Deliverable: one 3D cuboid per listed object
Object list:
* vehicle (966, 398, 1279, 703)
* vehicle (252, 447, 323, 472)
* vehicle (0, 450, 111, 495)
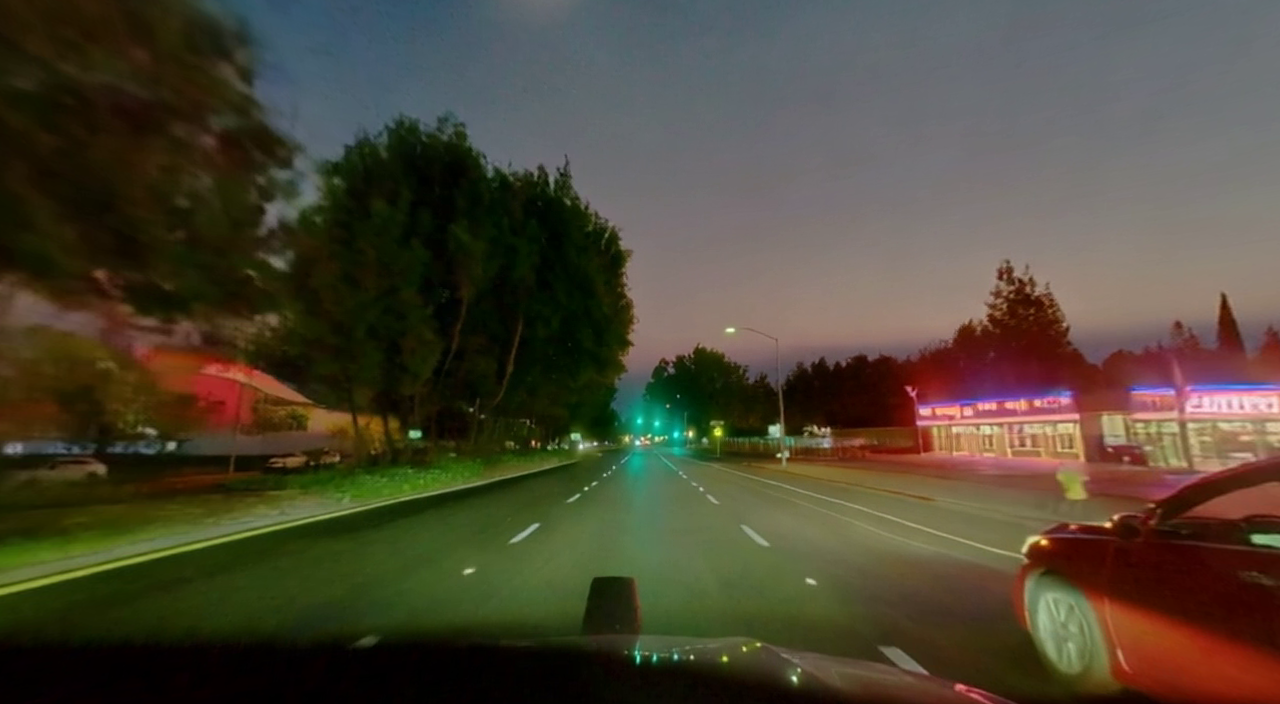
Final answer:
[{"bbox_3d":[3.139,0.840,1.773,2.004,1.470,4.544,-1,-8,0],"label":"vehicle"},{"bbox_3d":[-22.124,6.762,39.848,1.771,1.445,4.321,-1,-8,4],"label":"vehicle"},{"bbox_3d":[-22.378,4.394,23.309,1.784,1.438,4.471,-1,-8,1],"label":"vehicle"}]
